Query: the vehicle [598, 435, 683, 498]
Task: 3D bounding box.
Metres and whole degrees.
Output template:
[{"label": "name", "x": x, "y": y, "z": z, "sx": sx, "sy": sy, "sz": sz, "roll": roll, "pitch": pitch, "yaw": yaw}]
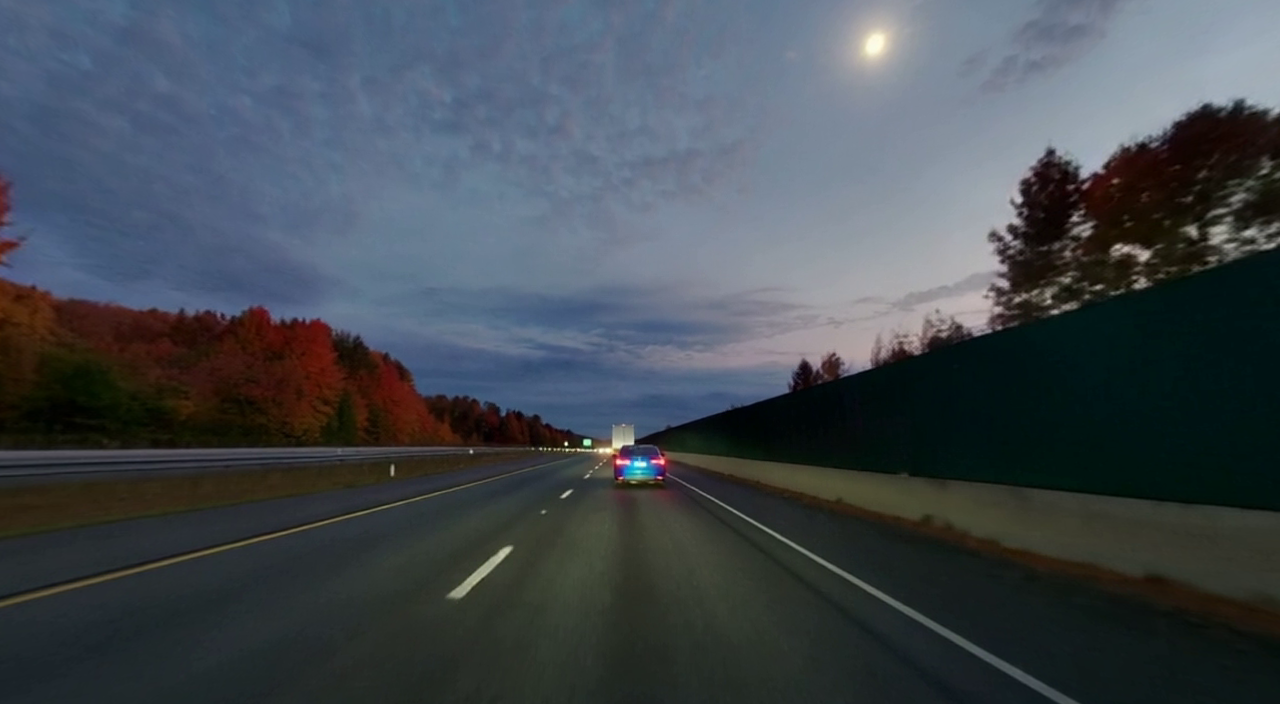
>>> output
[{"label": "vehicle", "x": -0.065, "y": 3.073, "z": 17.322, "sx": 2.057, "sy": 1.516, "sz": 4.065, "roll": 1, "pitch": -8, "yaw": -2}]
